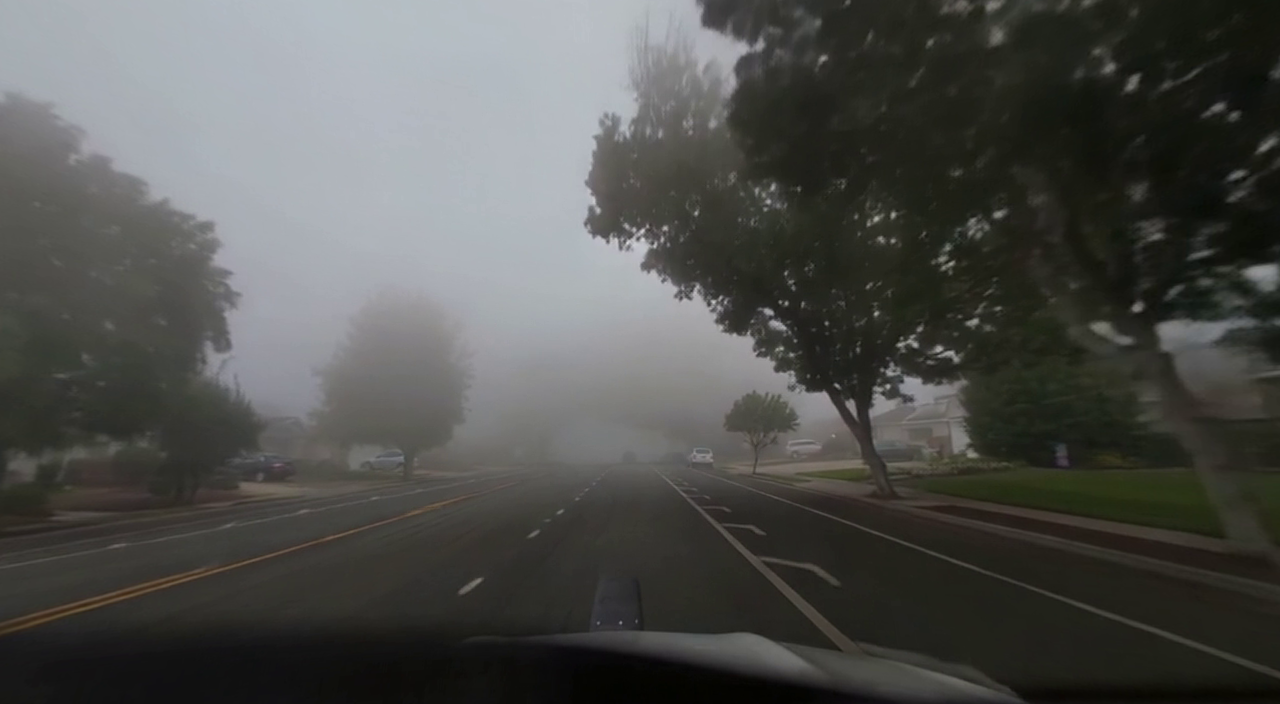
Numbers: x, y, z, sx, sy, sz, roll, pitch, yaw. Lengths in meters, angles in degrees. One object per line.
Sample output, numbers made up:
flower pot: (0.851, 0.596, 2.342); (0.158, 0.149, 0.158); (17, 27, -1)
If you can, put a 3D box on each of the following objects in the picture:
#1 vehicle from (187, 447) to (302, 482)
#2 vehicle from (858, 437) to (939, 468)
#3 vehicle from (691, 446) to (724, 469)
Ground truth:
vehicle: (-21.954, 6.245, 35.231); (4.889, 1.822, 2.159); (0, -9, -2)
vehicle: (15.430, 6.043, 37.916); (4.010, 1.751, 1.922); (-1, -9, 3)
vehicle: (5.169, 8.140, 48.810); (2.001, 1.693, 4.311); (0, -9, -1)
